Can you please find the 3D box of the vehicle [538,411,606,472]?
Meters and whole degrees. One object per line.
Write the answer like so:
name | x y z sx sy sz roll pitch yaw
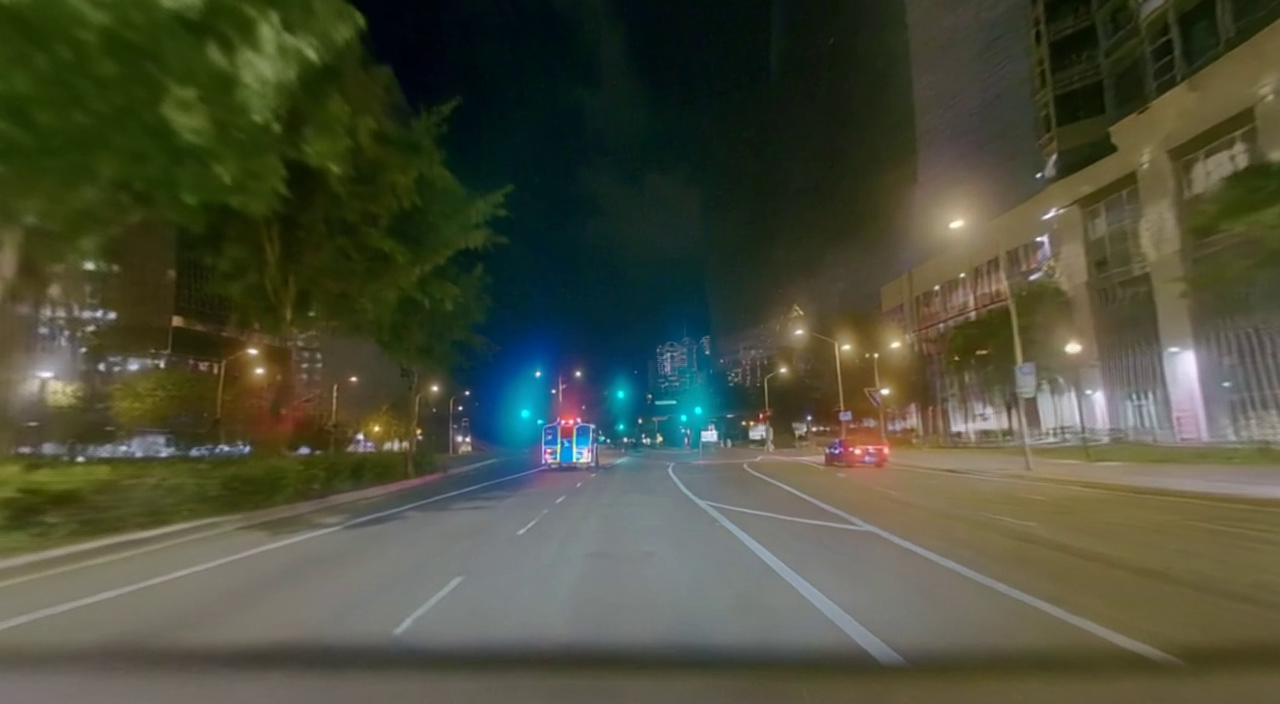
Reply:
vehicle | -3.264 4.508 31.863 2.633 2.787 5.796 0 -8 2
